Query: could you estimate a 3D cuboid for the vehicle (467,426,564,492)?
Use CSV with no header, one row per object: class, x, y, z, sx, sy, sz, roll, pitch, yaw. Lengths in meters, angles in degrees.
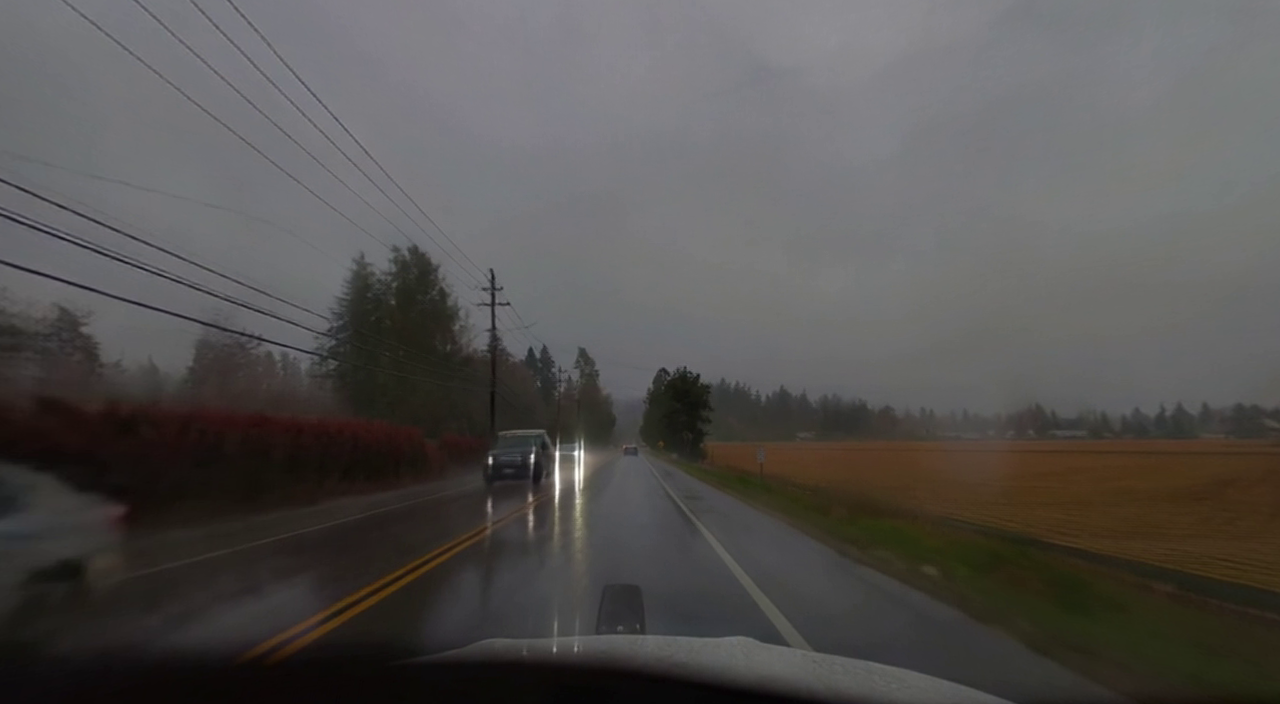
vehicle,-4.787,4.207,25.405,2.762,2.167,6.359,-2,-8,-2
